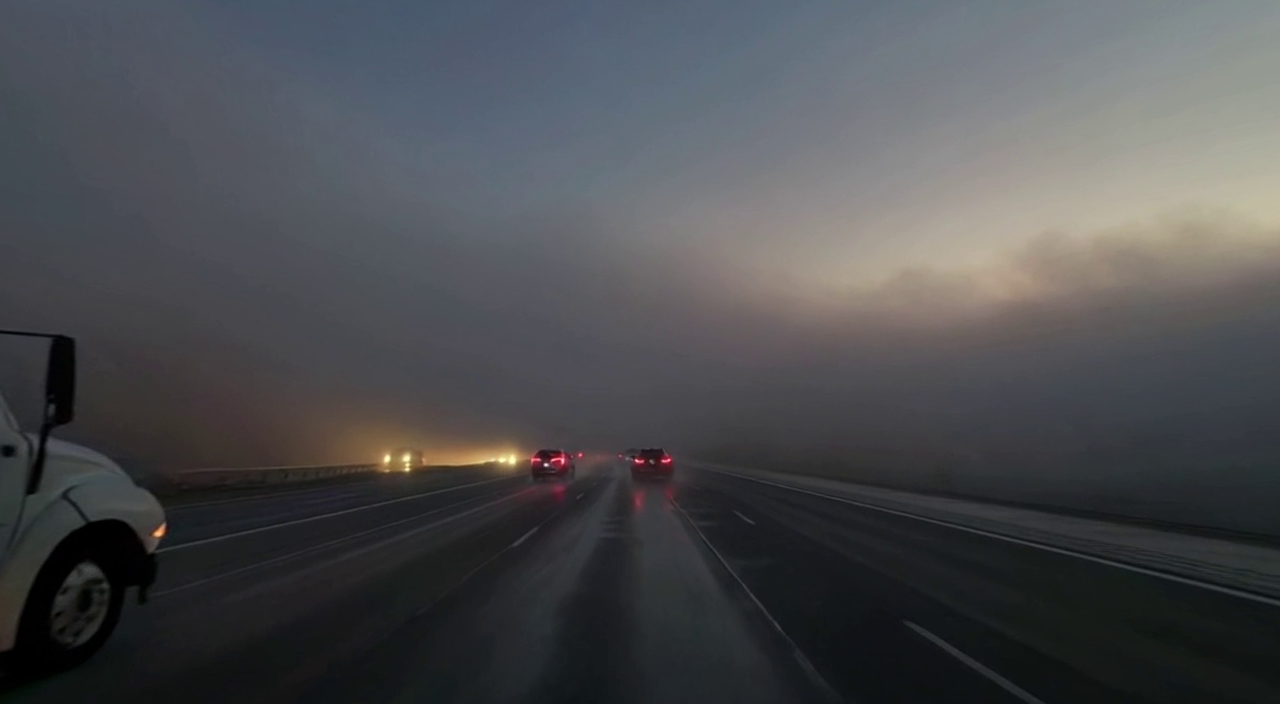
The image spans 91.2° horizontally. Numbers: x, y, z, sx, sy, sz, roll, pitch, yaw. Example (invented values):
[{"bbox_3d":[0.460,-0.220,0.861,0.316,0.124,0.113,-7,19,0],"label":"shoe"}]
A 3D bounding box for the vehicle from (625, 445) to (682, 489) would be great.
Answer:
[{"bbox_3d":[0.457,4.393,24.249,2.015,1.526,4.286,0,-9,-1],"label":"vehicle"}]

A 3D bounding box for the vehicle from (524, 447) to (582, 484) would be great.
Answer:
[{"bbox_3d":[-3.769,4.994,27.938,1.940,1.502,4.463,0,-9,1],"label":"vehicle"}]

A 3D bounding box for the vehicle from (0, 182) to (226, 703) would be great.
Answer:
[{"bbox_3d":[-3.985,0.260,0.995,2.523,2.458,6.022,0,-9,0],"label":"vehicle"}]
